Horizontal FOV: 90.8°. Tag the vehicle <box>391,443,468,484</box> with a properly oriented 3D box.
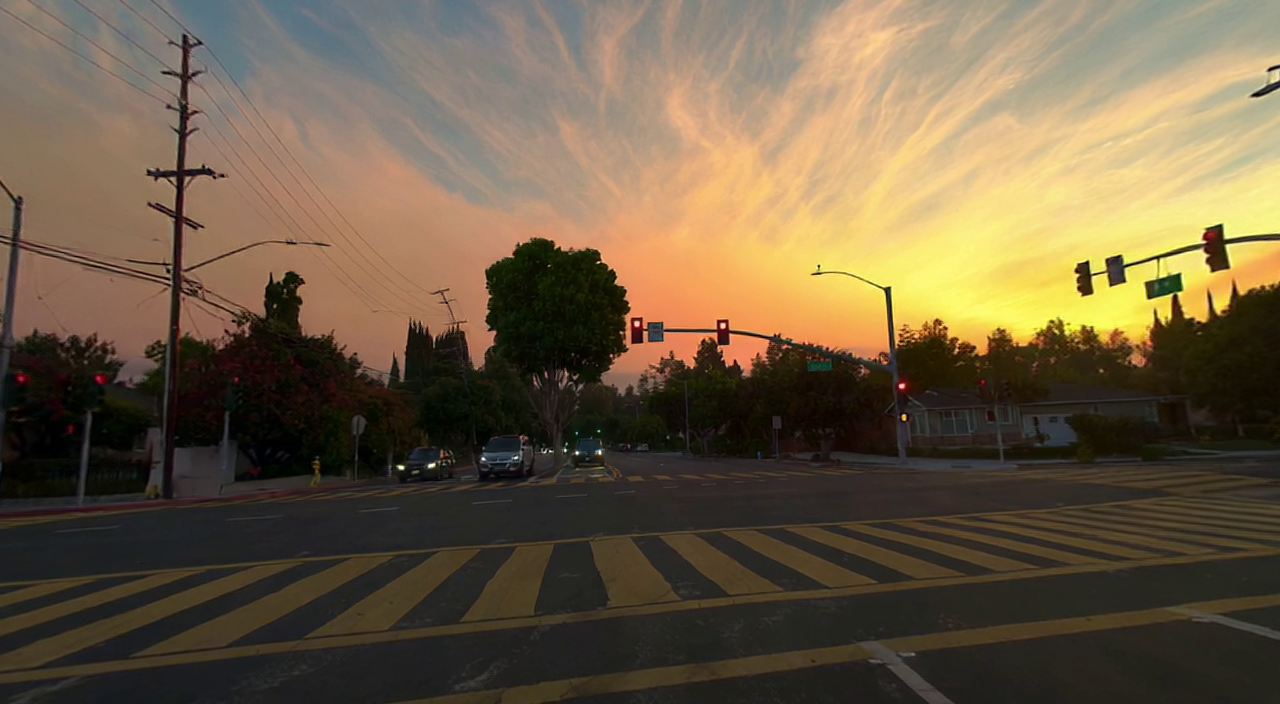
[{"bbox_3d":[-10.173,5.393,30.981,2.241,1.819,4.690,0,-9,-1],"label":"vehicle"}]

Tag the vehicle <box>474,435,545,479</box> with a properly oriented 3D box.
[{"bbox_3d":[-6.401,5.233,31.766,2.479,1.977,5.254,0,-9,-1],"label":"vehicle"}]

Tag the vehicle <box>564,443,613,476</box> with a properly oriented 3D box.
[{"bbox_3d":[-2.415,5.219,30.932,2.174,1.477,4.805,0,-9,-2],"label":"vehicle"}]
